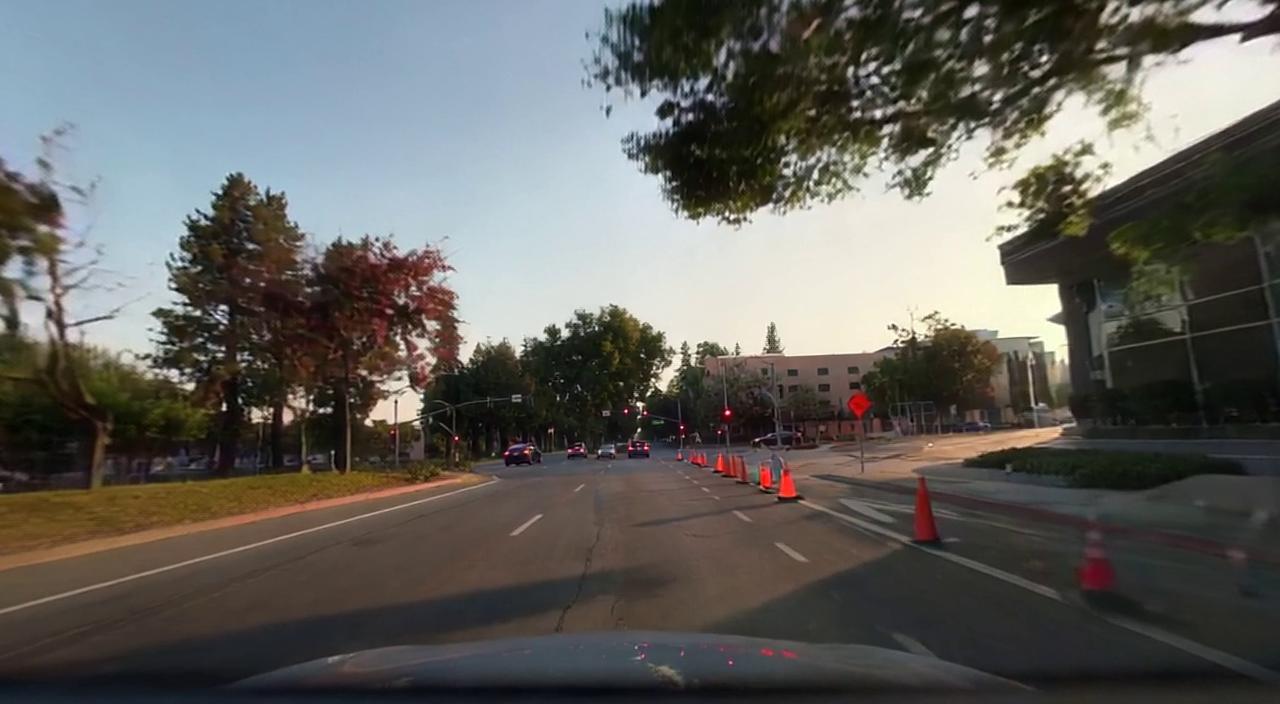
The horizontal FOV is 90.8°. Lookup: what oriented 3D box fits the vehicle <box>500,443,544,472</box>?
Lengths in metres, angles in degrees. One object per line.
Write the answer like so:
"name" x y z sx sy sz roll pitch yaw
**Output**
"vehicle" -6.811 6.143 36.938 1.869 1.570 4.064 0 -8 -1
